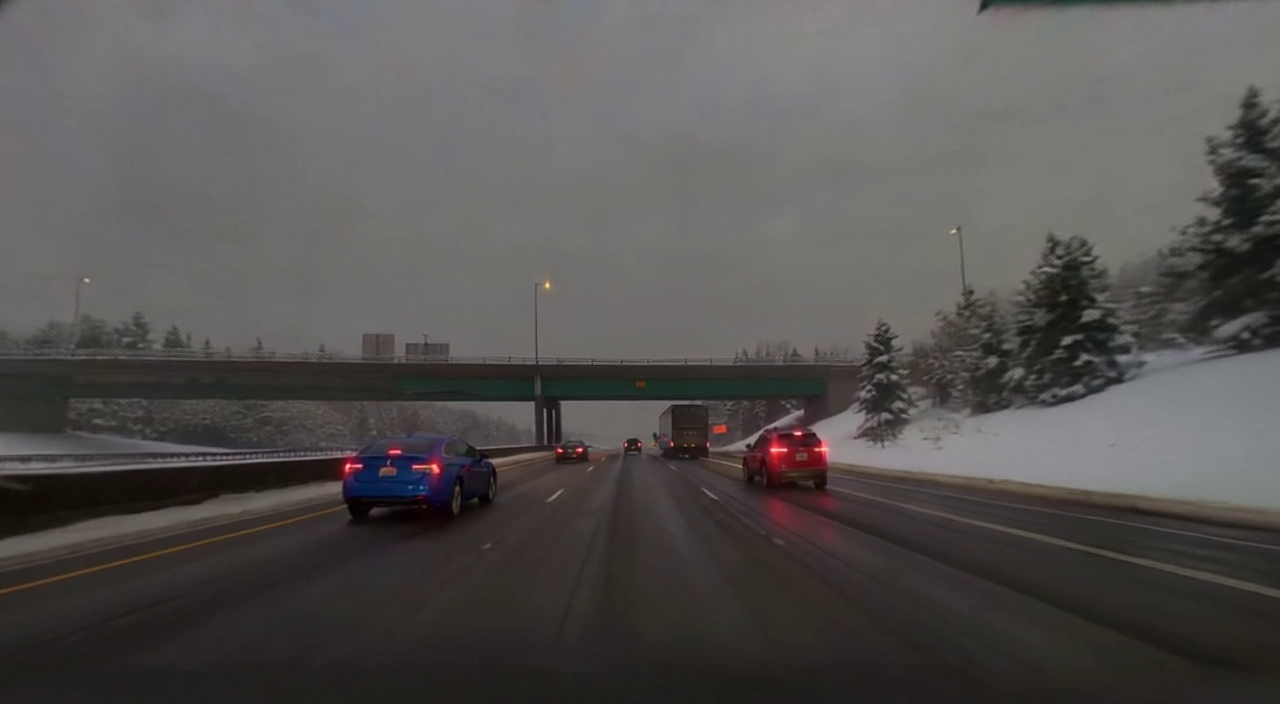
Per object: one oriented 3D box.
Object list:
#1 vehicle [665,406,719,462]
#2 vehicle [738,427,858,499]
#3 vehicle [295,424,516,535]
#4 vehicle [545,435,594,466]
[{"bbox_3d":[3.588,6.076,46.119,2.824,3.585,11.410,-1,-8,-1],"label":"vehicle"},{"bbox_3d":[3.964,2.842,16.581,2.001,1.625,4.088,0,-8,-1],"label":"vehicle"},{"bbox_3d":[-3.658,2.075,10.921,2.122,1.486,4.532,0,-8,0],"label":"vehicle"},{"bbox_3d":[-3.532,5.043,32.376,2.064,1.479,4.370,0,-8,-1],"label":"vehicle"}]
